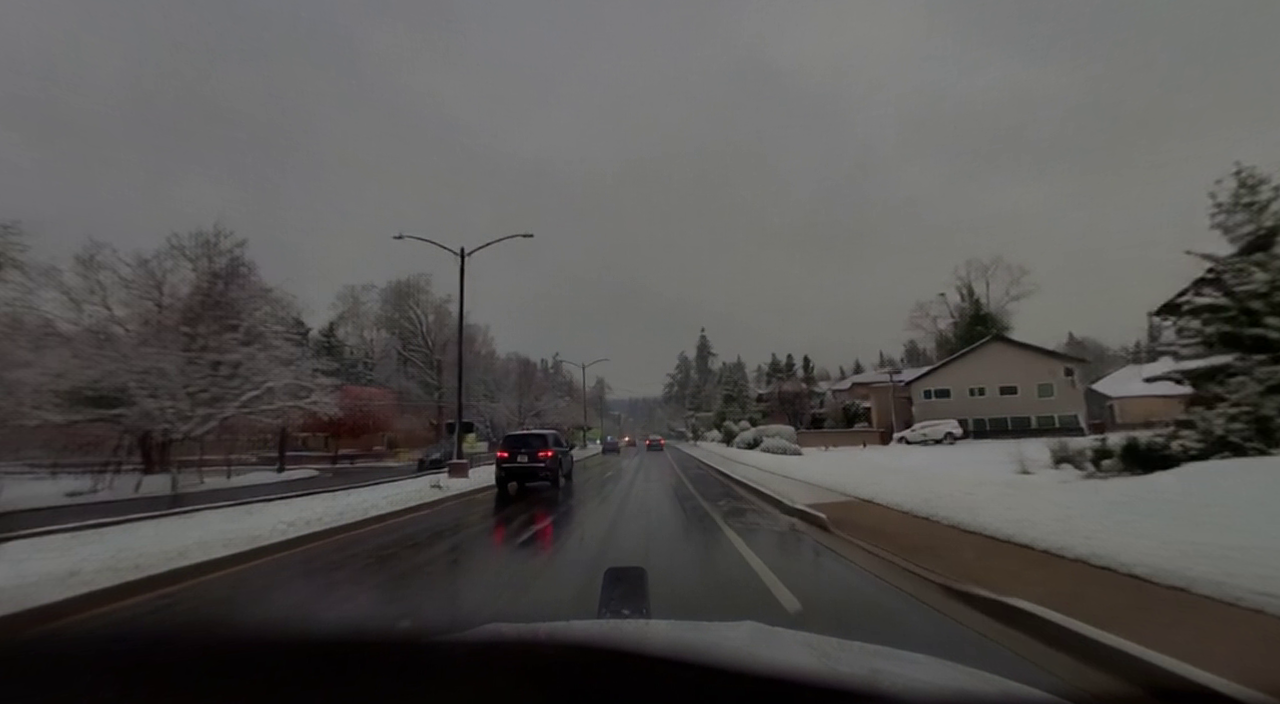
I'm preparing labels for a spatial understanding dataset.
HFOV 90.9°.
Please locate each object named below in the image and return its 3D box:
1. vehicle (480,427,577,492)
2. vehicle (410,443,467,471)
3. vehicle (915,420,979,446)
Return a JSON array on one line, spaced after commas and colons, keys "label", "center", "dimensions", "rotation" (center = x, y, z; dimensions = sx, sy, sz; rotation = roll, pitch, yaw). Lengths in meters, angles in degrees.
[{"label": "vehicle", "center": [-3.283, 3.263, 19.515], "dimensions": [2.073, 1.770, 4.302], "rotation": [0, -8, 2]}, {"label": "vehicle", "center": [-11.244, 5.865, 35.411], "dimensions": [1.740, 1.476, 3.850], "rotation": [0, -8, 2]}, {"label": "vehicle", "center": [18.663, 5.017, 38.616], "dimensions": [1.939, 1.477, 5.129], "rotation": [-1, -8, 8]}]
